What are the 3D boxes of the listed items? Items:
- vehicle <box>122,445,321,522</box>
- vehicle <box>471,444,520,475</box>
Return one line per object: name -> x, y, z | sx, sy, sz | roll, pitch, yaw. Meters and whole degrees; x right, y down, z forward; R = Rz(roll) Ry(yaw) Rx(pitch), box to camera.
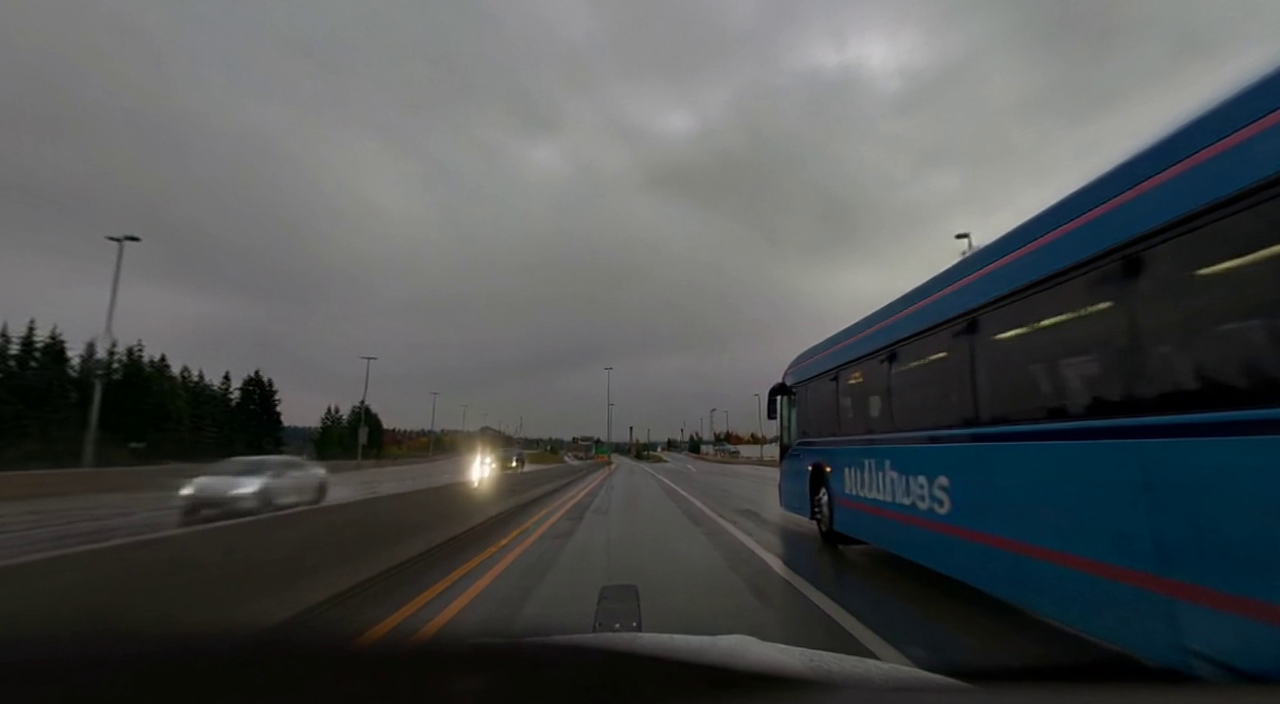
vehicle -> -9.197, 2.874, 14.249 | 1.868, 1.477, 3.860 | 0, -8, -1
vehicle -> -9.246, 6.894, 40.489 | 2.033, 1.845, 4.537 | 0, -8, 0
